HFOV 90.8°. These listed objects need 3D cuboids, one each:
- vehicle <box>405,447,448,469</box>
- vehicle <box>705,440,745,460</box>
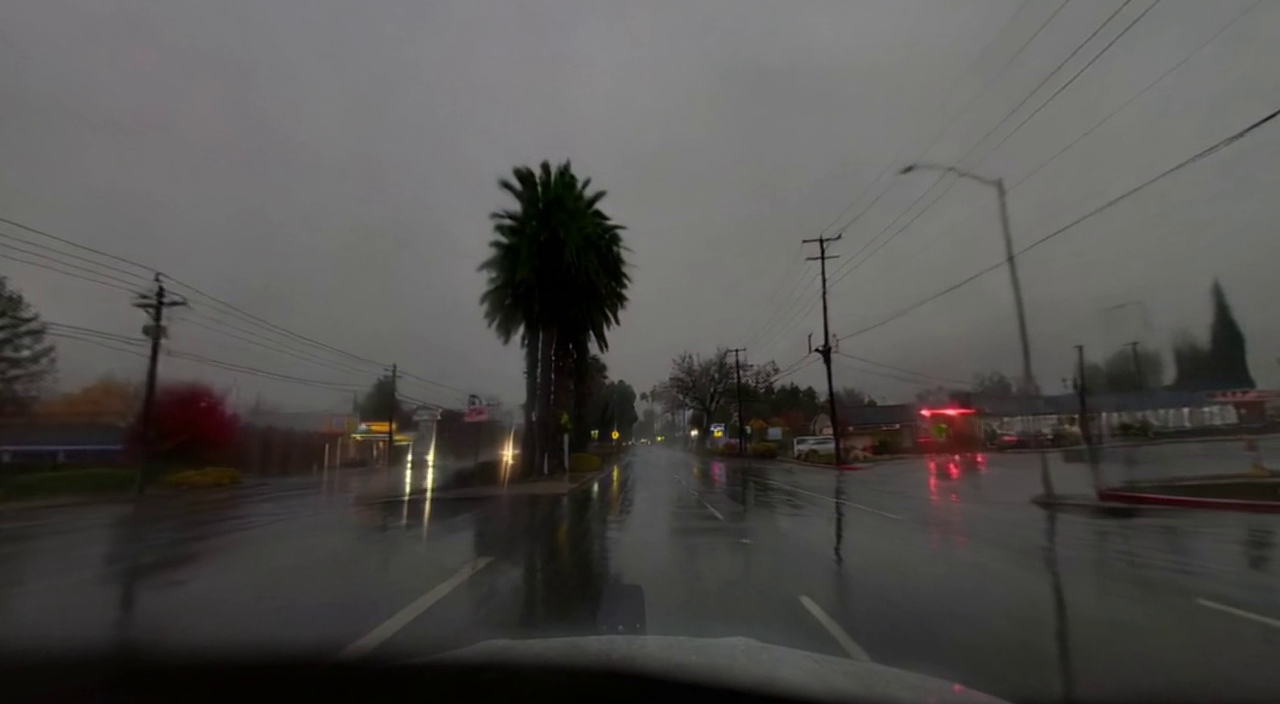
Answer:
[{"bbox_3d":[-16.322,8.095,48.516,1.916,1.545,3.896,0,-8,-1],"label":"vehicle"},{"bbox_3d":[6.383,7.428,47.944,2.261,1.479,4.403,0,-8,-2],"label":"vehicle"}]
